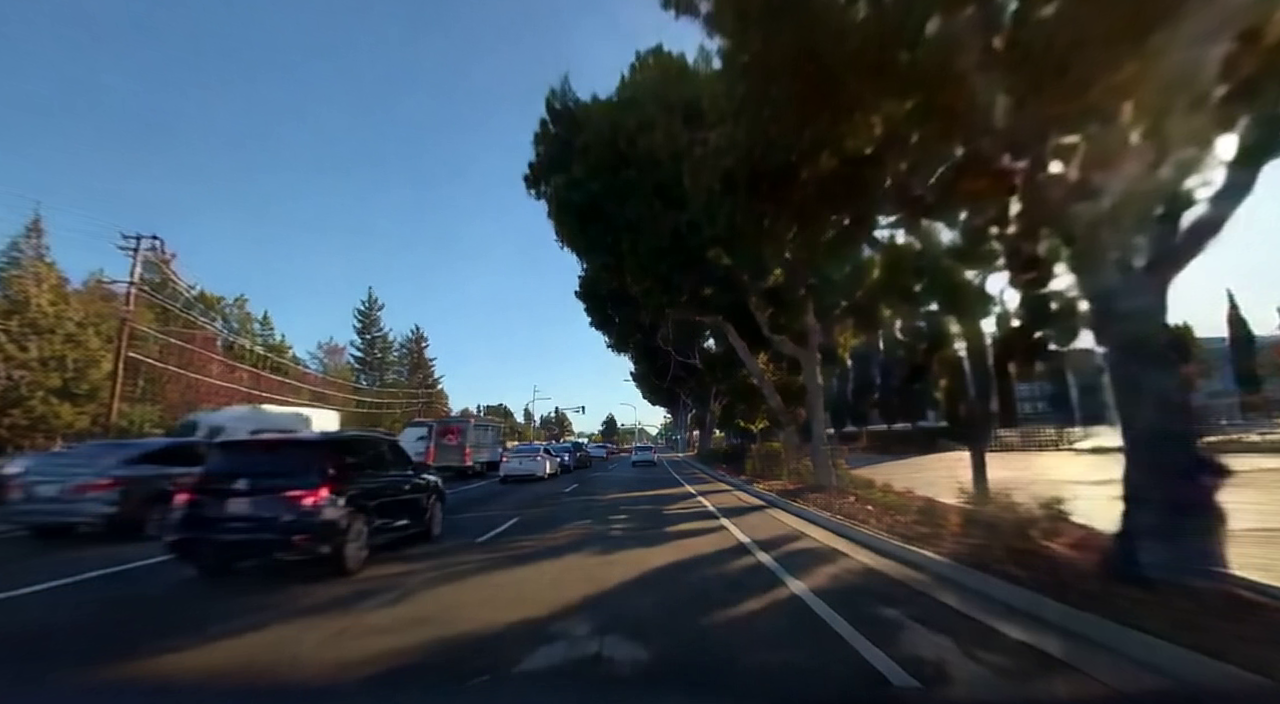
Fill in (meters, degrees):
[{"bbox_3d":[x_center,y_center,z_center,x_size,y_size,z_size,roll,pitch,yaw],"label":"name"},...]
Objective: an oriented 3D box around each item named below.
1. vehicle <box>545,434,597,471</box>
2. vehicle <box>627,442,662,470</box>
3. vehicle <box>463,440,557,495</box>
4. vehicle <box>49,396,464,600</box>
[{"bbox_3d":[-3.651,5.420,34.215,2.242,1.852,5.201,0,-8,0],"label":"vehicle"},{"bbox_3d":[0.250,5.802,35.322,1.875,1.453,3.888,0,-8,0],"label":"vehicle"},{"bbox_3d":[-3.849,3.490,19.525,1.952,1.471,4.334,-1,-8,1],"label":"vehicle"},{"bbox_3d":[-4.025,1.621,7.988,2.130,1.749,4.904,0,-8,0],"label":"vehicle"}]
